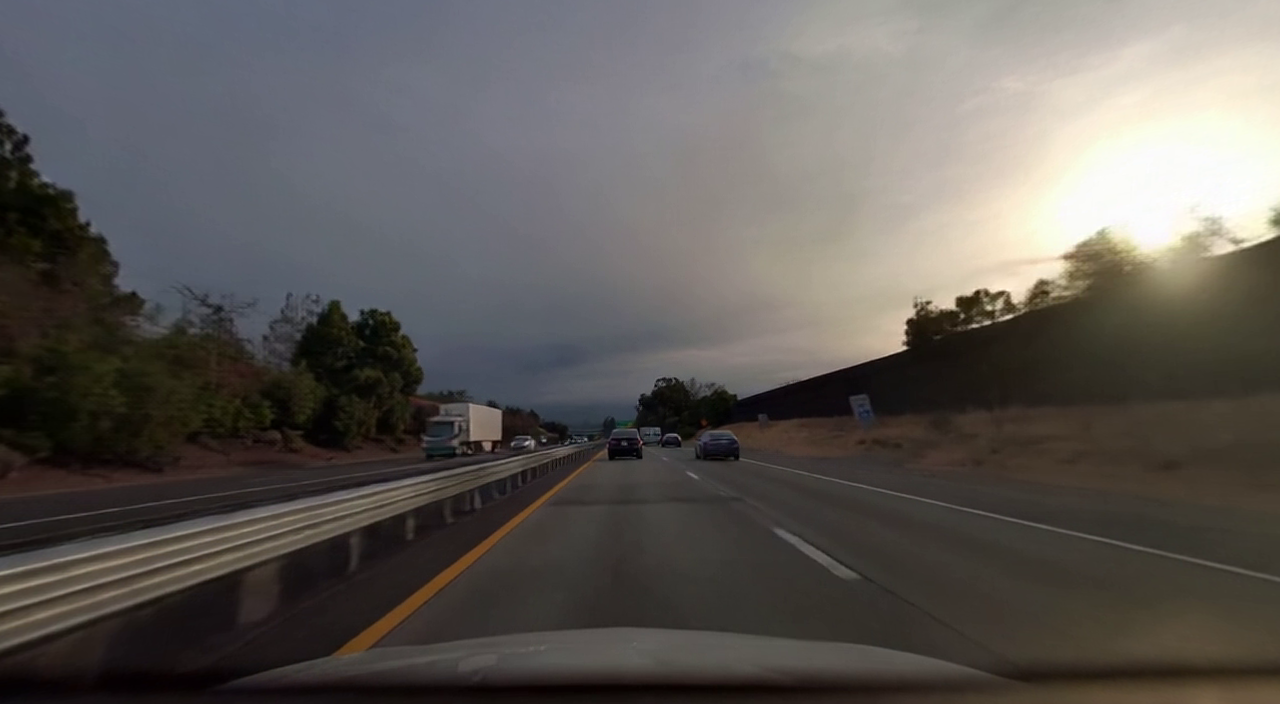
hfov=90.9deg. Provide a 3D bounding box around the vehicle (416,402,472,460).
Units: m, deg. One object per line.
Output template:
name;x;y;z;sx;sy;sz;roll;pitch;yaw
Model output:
vehicle;-14.213;5.770;45.979;2.990;4.029;3.259;0;-8;-2

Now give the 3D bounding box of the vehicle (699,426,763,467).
vehicle;3.754;3.967;26.620;1.981;1.606;3.956;0;-8;-2

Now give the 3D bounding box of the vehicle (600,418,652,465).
vehicle;-0.692;4.259;30.027;2.270;2.044;4.633;0;-8;-2
